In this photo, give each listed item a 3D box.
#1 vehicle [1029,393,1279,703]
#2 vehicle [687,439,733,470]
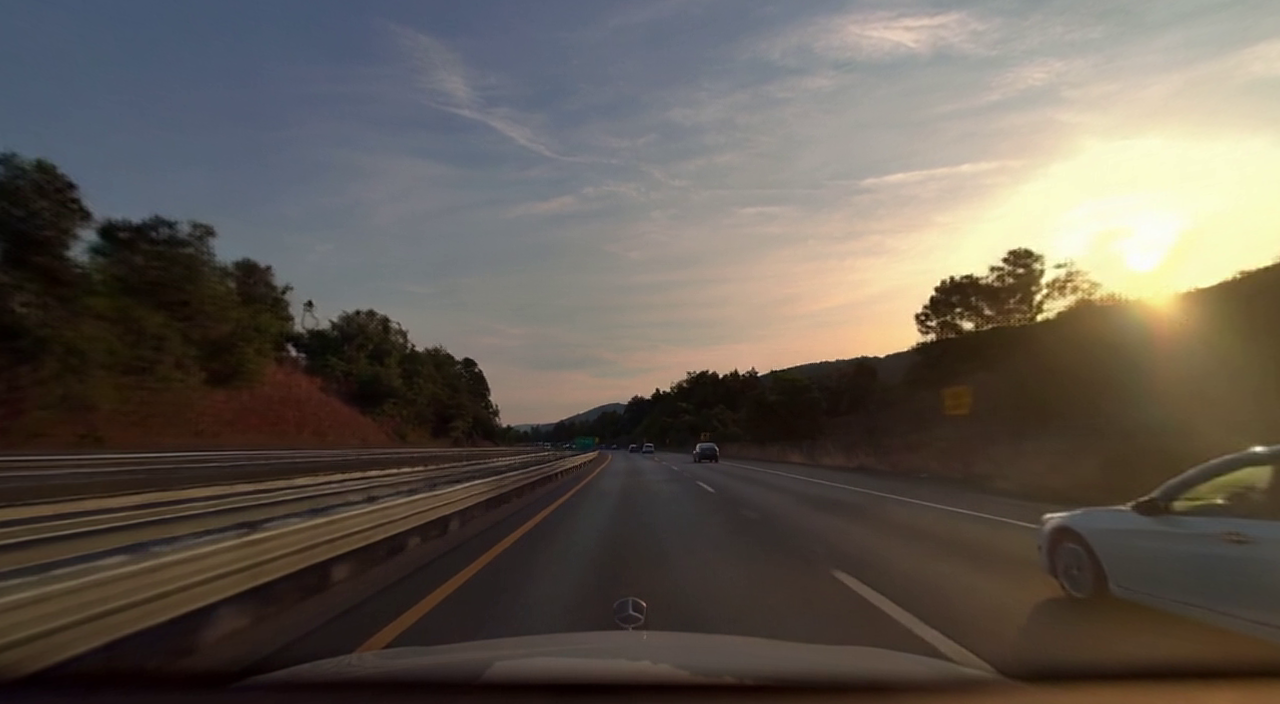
[{"bbox_3d":[4.017,0.925,2.656,2.072,1.528,4.176,0,-8,0],"label":"vehicle"},{"bbox_3d":[3.662,5.428,33.374,1.945,1.538,3.729,0,-8,-1],"label":"vehicle"}]
